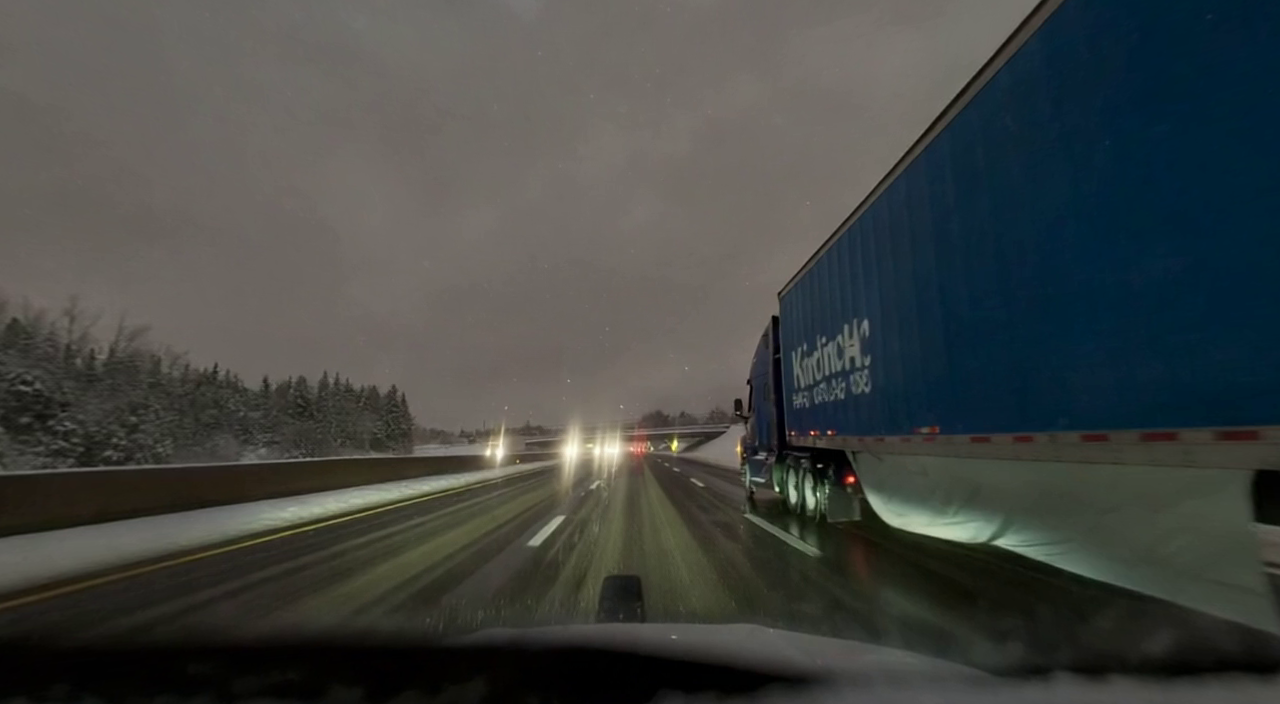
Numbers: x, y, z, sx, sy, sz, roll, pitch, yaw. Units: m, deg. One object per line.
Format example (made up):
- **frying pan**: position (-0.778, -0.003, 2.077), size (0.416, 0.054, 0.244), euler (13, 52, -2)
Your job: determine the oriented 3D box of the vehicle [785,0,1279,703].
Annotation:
- **vehicle**: position (4.499, -0.131, 5.180), size (2.993, 4.433, 13.992), euler (0, -9, -1)
